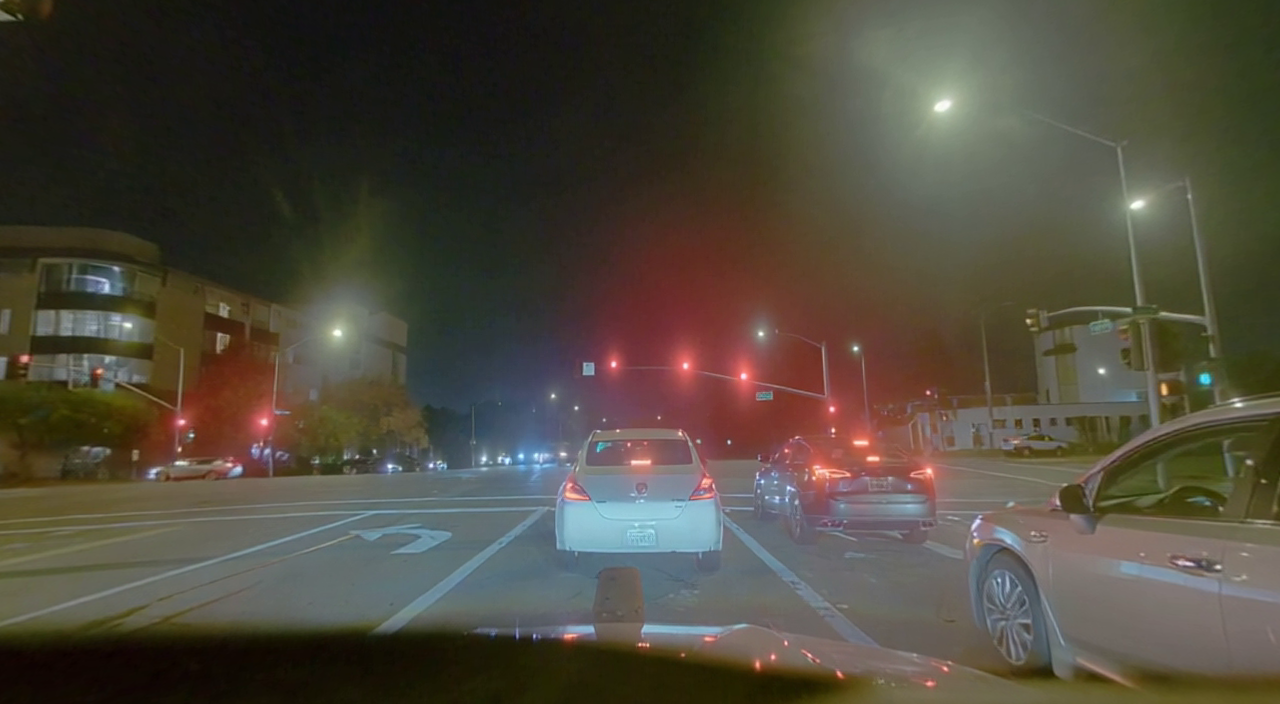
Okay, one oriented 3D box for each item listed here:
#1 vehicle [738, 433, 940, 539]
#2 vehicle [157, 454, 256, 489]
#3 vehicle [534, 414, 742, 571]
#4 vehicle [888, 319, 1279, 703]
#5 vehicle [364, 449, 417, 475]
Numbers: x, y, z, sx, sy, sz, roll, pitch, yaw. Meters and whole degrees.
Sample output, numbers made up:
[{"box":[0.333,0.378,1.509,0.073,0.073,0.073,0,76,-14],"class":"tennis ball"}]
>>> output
[{"box":[3.156,2.216,11.142,2.001,1.463,4.398,0,-8,-2],"class":"vehicle"},{"box":[-24.199,6.625,35.322,4.448,1.837,2.021,-2,-9,14],"class":"vehicle"},{"box":[-0.069,1.779,8.742,2.188,1.637,4.027,0,-8,-1],"class":"vehicle"},{"box":[3.007,0.866,2.663,2.103,1.701,4.294,0,-8,-1],"class":"vehicle"},{"box":[-18.733,8.262,47.711,2.026,1.836,4.726,0,-8,0],"class":"vehicle"}]
